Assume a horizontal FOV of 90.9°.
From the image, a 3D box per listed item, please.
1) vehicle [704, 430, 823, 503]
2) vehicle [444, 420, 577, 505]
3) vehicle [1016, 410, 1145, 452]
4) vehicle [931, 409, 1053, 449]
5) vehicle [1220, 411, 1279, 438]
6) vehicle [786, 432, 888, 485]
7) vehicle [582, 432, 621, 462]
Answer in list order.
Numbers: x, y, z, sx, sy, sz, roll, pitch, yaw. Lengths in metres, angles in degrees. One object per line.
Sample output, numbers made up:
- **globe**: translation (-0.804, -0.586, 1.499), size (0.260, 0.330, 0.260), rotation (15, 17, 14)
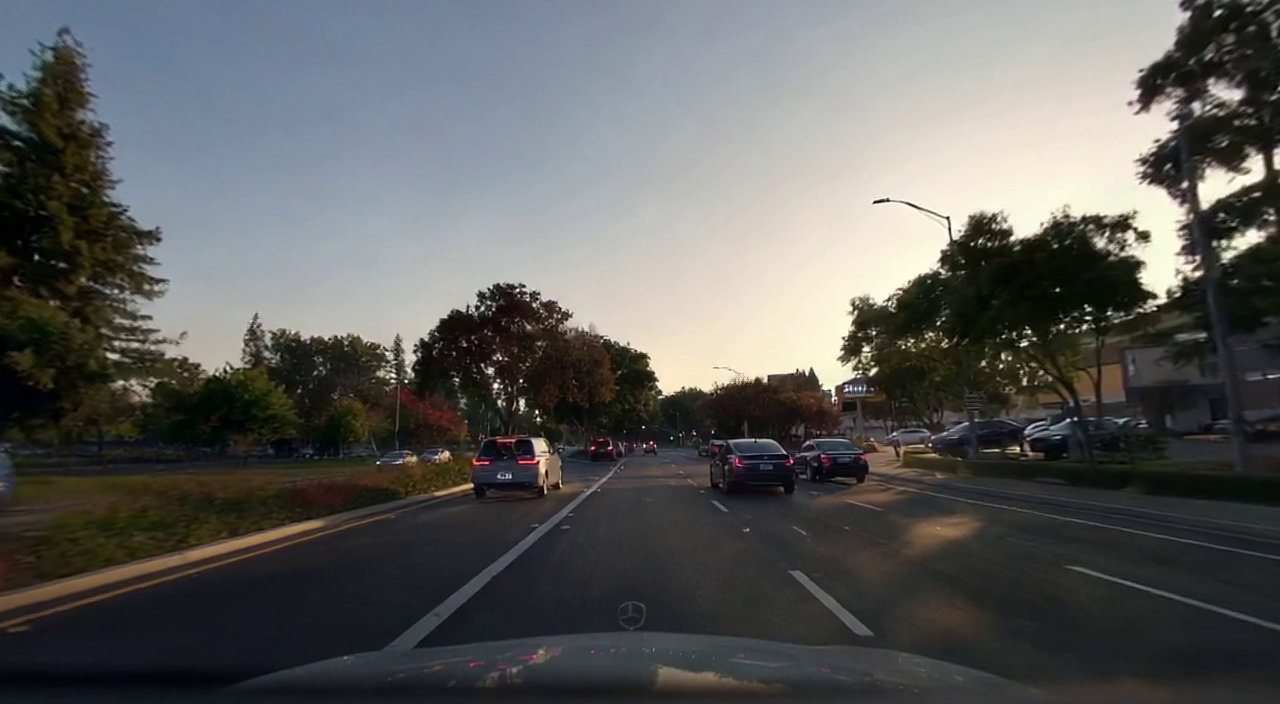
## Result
- **vehicle**: translation (2.813, 2.721, 15.417), size (2.004, 1.512, 4.206), rotation (0, -9, 0)
- **vehicle**: translation (-2.869, 2.592, 15.117), size (2.141, 1.719, 4.379), rotation (0, -9, 2)
- **vehicle**: translation (17.096, 3.111, 24.434), size (4.698, 1.495, 2.125), rotation (4, -10, -29)
- **vehicle**: translation (16.815, 3.723, 30.141), size (4.953, 1.804, 2.337), rotation (3, -9, -21)
- **vehicle**: translation (38.329, 4.273, 37.789), size (2.059, 1.432, 4.610), rotation (1, -10, -25)
- **vehicle**: translation (6.378, 3.503, 21.028), size (1.881, 1.540, 4.750), rotation (0, -9, 0)
- **vehicle**: translation (-2.409, 6.105, 40.550), size (2.117, 1.799, 4.442), rotation (0, -9, 1)
